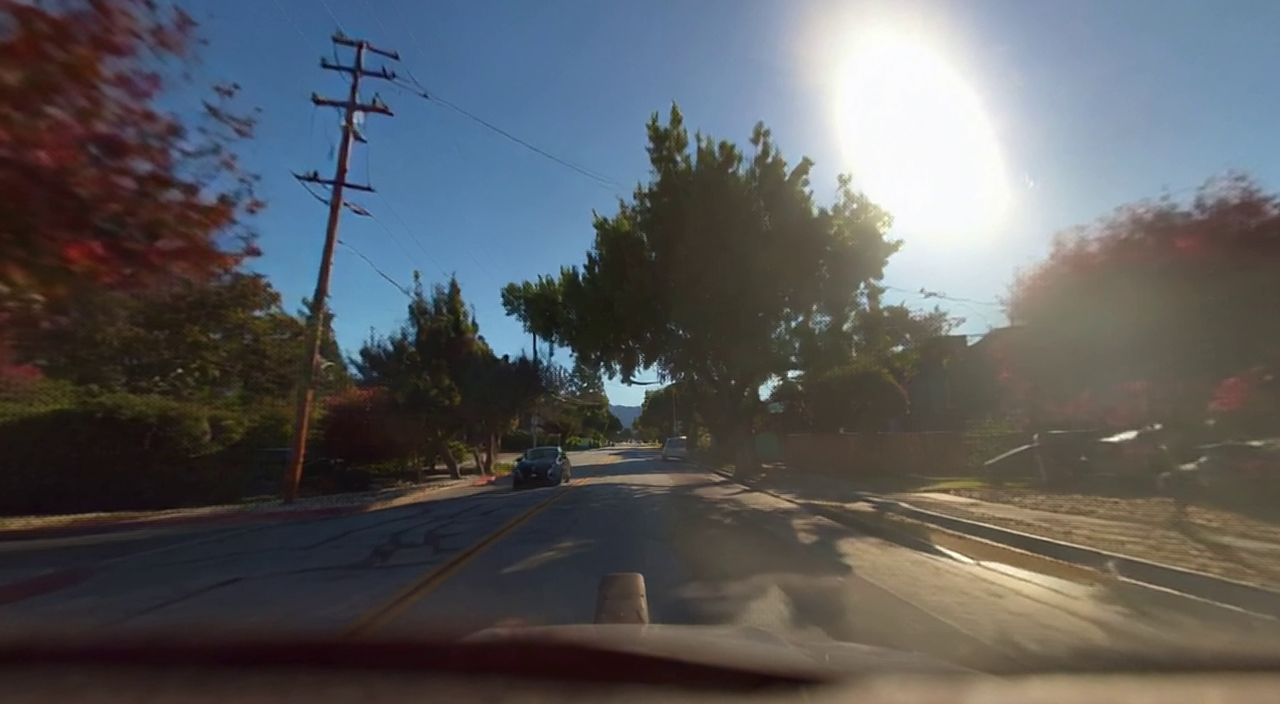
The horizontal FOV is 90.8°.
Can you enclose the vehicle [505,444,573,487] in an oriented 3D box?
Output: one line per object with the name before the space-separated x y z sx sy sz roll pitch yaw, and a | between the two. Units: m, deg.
vehicle | -3.765 4.293 24.229 1.959 1.473 4.115 0 -8 0
